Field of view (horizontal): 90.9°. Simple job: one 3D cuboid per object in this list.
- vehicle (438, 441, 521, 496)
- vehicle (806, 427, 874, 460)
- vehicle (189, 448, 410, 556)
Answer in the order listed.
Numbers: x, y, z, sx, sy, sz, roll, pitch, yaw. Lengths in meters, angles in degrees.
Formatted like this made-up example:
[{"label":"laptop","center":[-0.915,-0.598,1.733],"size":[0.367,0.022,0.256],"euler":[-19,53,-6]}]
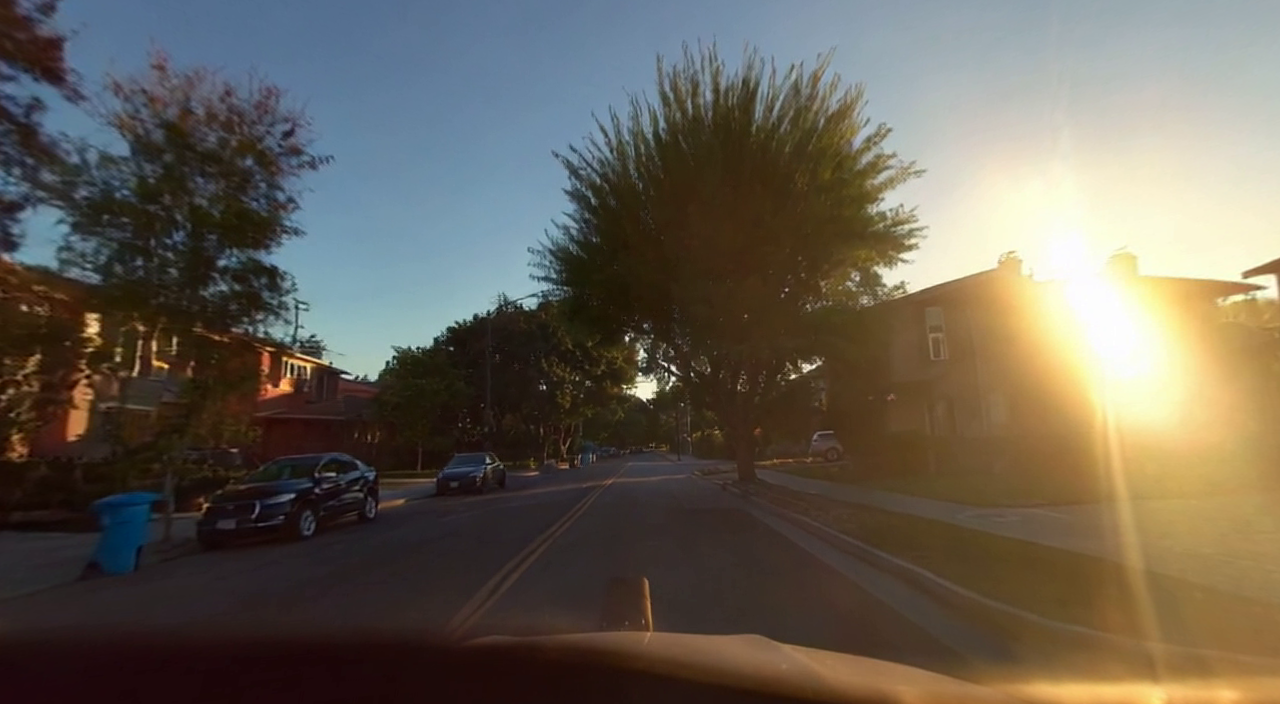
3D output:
[{"label":"vehicle","center":[-6.379,4.636,25.603],"size":[2.169,1.871,4.762],"euler":[-3,-8,-1]},{"label":"vehicle","center":[11.389,5.282,36.321],"size":[2.189,1.756,5.053],"euler":[1,-9,-1]},{"label":"vehicle","center":[-6.316,2.759,12.407],"size":[1.945,1.530,4.430],"euler":[-4,-8,-1]}]
